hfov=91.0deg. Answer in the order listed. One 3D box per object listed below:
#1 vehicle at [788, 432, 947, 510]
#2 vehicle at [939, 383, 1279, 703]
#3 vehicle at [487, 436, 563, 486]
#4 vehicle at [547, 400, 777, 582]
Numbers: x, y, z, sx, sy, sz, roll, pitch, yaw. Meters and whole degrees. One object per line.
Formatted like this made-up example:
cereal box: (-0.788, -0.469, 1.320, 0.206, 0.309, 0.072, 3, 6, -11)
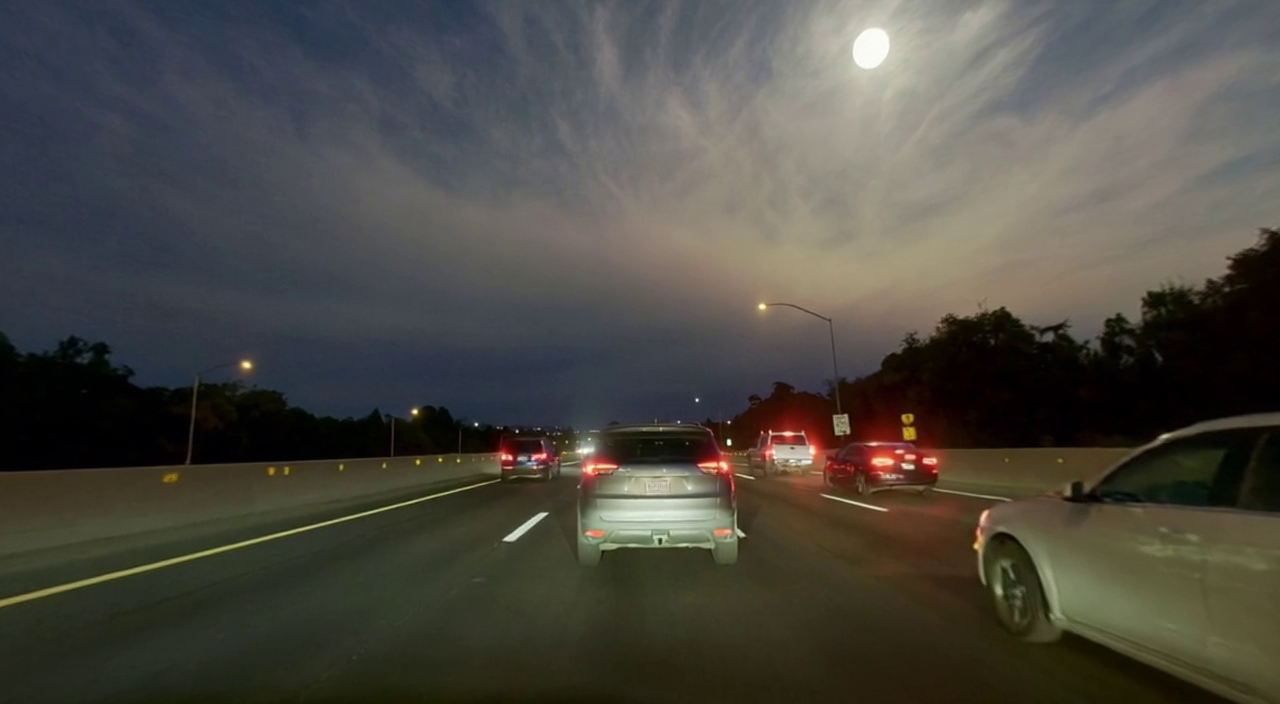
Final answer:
vehicle: (5.403, 2.884, 15.713, 1.972, 1.647, 4.429, 1, -9, -5)
vehicle: (3.324, 0.928, 2.516, 2.028, 1.534, 4.691, 0, -9, 1)
vehicle: (-4.383, 4.223, 24.715, 2.047, 1.755, 4.638, 0, -9, 1)
vehicle: (0.087, 1.652, 8.169, 2.230, 1.740, 3.976, 1, -9, -4)
